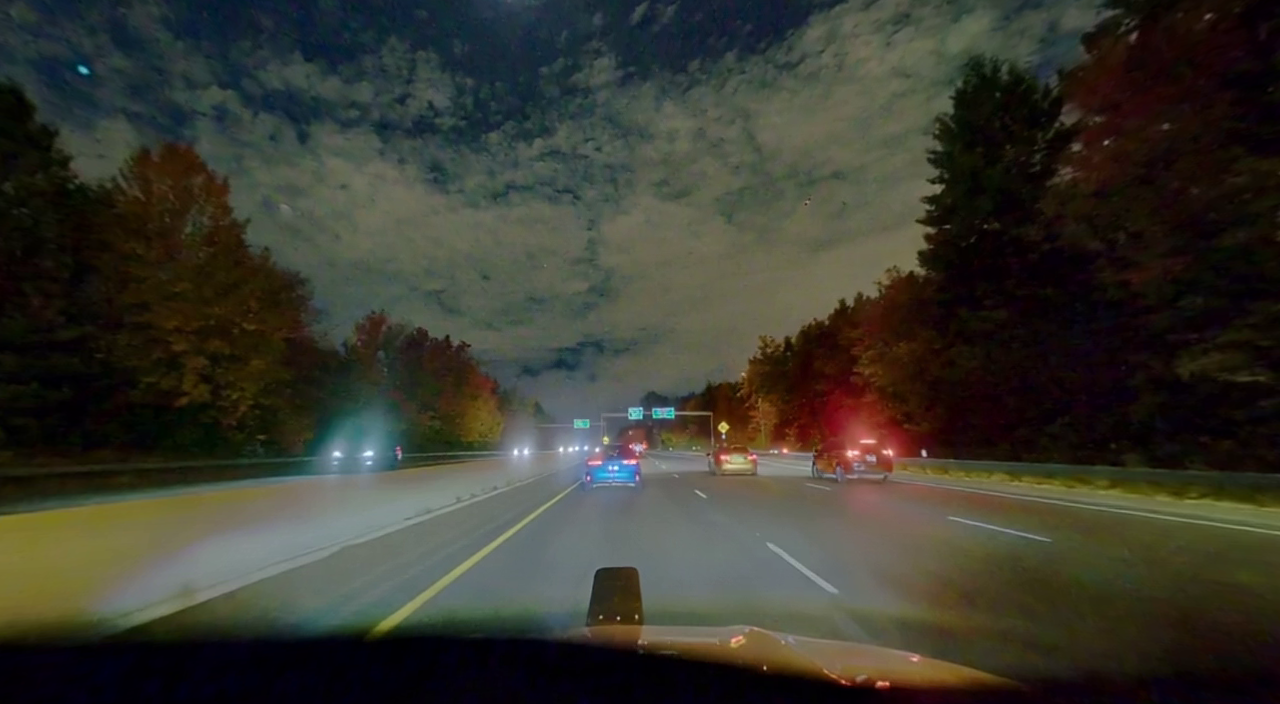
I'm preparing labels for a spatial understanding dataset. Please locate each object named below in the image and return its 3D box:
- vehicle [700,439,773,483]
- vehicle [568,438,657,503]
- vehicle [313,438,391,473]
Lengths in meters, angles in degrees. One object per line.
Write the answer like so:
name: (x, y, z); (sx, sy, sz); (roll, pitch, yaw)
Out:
vehicle: (3.791, 4.368, 25.334); (2.300, 1.595, 4.144); (-1, -9, 0)
vehicle: (-0.700, 3.187, 17.295); (2.128, 1.516, 4.410); (0, -9, -1)
vehicle: (-13.990, 5.067, 30.724); (1.933, 1.556, 4.105); (0, -9, -1)
